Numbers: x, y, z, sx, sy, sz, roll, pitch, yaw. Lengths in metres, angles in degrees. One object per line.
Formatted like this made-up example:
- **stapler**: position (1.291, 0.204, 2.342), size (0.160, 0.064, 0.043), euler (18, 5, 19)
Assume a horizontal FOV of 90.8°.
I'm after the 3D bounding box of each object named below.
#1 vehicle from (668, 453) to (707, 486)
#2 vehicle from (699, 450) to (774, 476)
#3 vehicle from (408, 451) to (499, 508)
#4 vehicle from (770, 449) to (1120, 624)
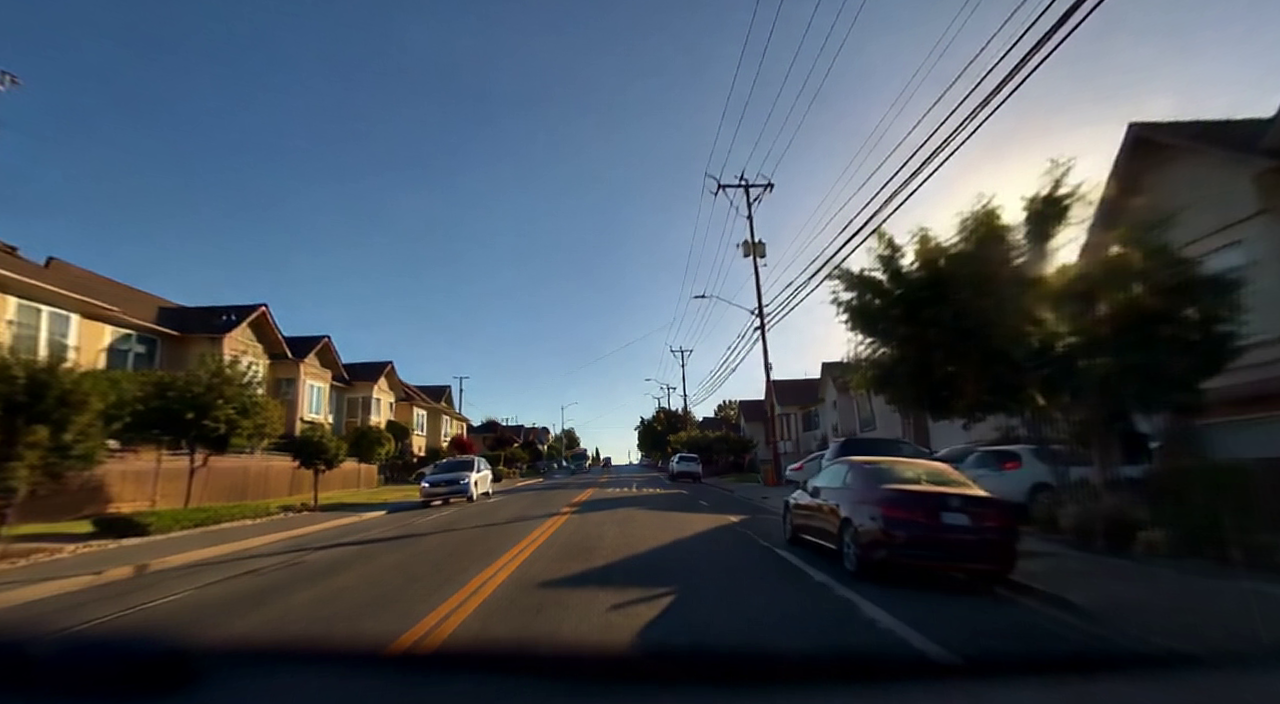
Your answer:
- **vehicle**: position (2.719, 6.855, 37.151), size (1.945, 1.792, 3.903), euler (0, -9, -1)
- **vehicle**: position (7.156, 8.323, 47.457), size (5.288, 1.871, 2.148), euler (0, -9, 0)
- **vehicle**: position (-6.585, 4.530, 22.875), size (2.056, 1.741, 4.532), euler (-2, -10, -2)
- **vehicle**: position (3.201, 1.990, 7.885), size (2.076, 1.513, 4.305), euler (0, -9, -2)
